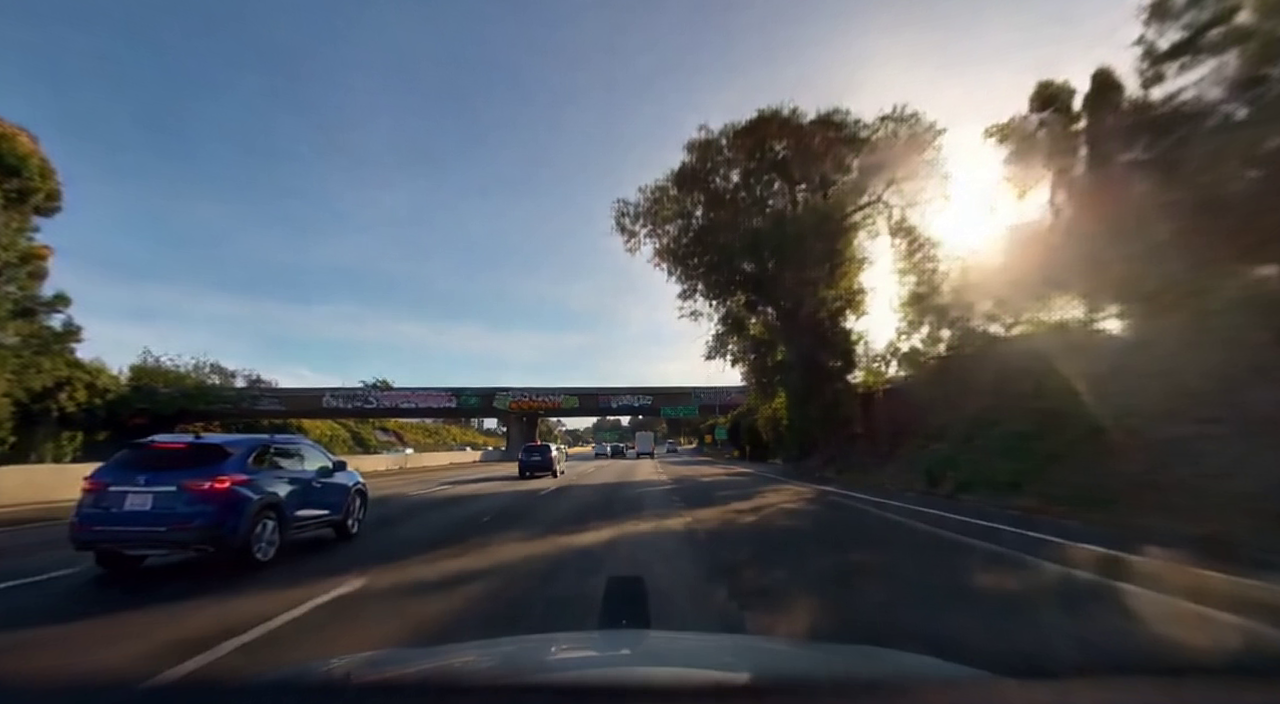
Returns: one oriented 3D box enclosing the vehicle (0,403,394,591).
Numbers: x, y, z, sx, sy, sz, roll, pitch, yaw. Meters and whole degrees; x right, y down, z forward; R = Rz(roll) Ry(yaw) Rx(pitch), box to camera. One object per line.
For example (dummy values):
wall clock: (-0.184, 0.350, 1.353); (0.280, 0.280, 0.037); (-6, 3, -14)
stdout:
vehicle: (-4.801, 1.587, 7.629); (1.969, 1.633, 3.962); (1, -9, 0)

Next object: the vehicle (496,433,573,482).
vehicle: (-4.021, 4.112, 24.669); (2.154, 1.693, 4.394); (1, -9, 1)
